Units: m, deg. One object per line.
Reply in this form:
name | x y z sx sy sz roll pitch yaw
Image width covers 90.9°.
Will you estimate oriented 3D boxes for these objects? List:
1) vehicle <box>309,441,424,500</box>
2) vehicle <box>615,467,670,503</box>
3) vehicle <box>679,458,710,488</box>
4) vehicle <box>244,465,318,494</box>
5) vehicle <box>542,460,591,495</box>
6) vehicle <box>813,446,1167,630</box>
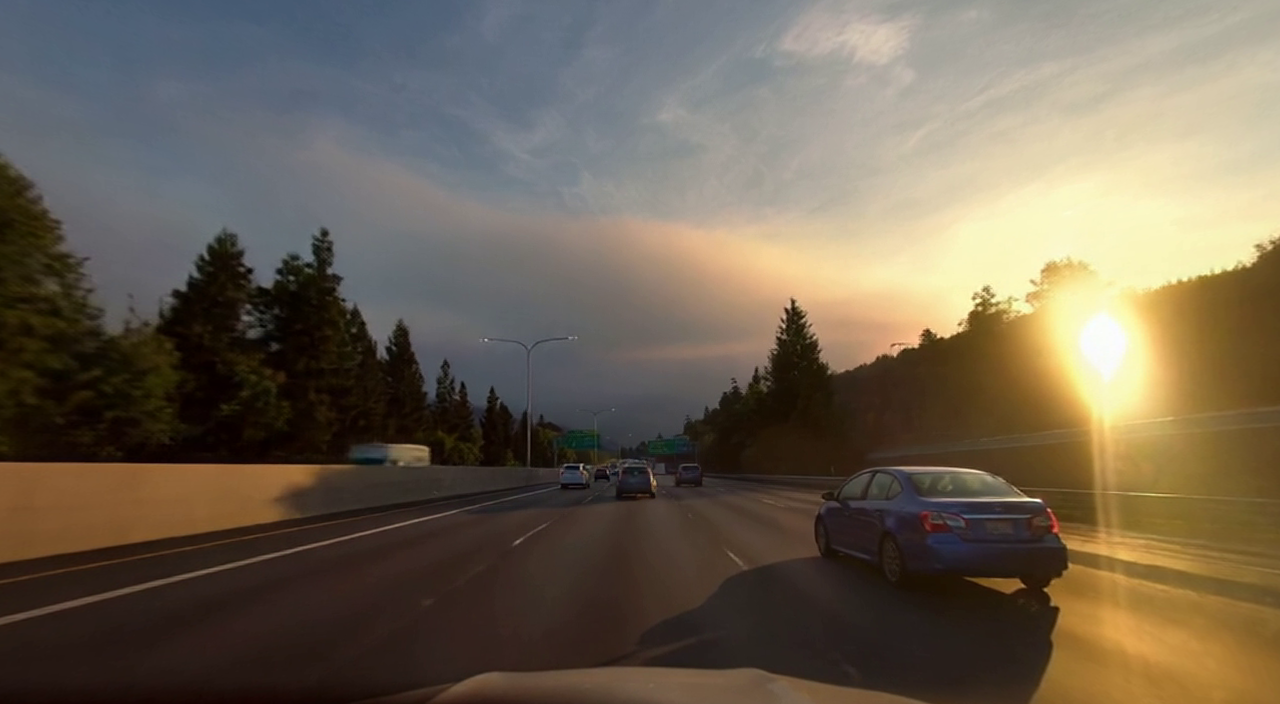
vehicle | -11.789 5.202 27.784 2.405 2.304 5.694 1 -10 0
vehicle | 0.115 5.718 27.370 2.241 1.425 3.973 1 -10 0
vehicle | 4.203 9.429 49.300 2.030 2.172 3.621 1 -10 -2
vehicle | -23.614 8.412 41.681 2.026 1.765 4.751 1 -10 1
vehicle | -3.873 6.737 33.916 2.021 1.706 4.247 0 -10 1
vehicle | 3.591 1.980 7.466 1.938 1.561 3.786 1 -10 -1
